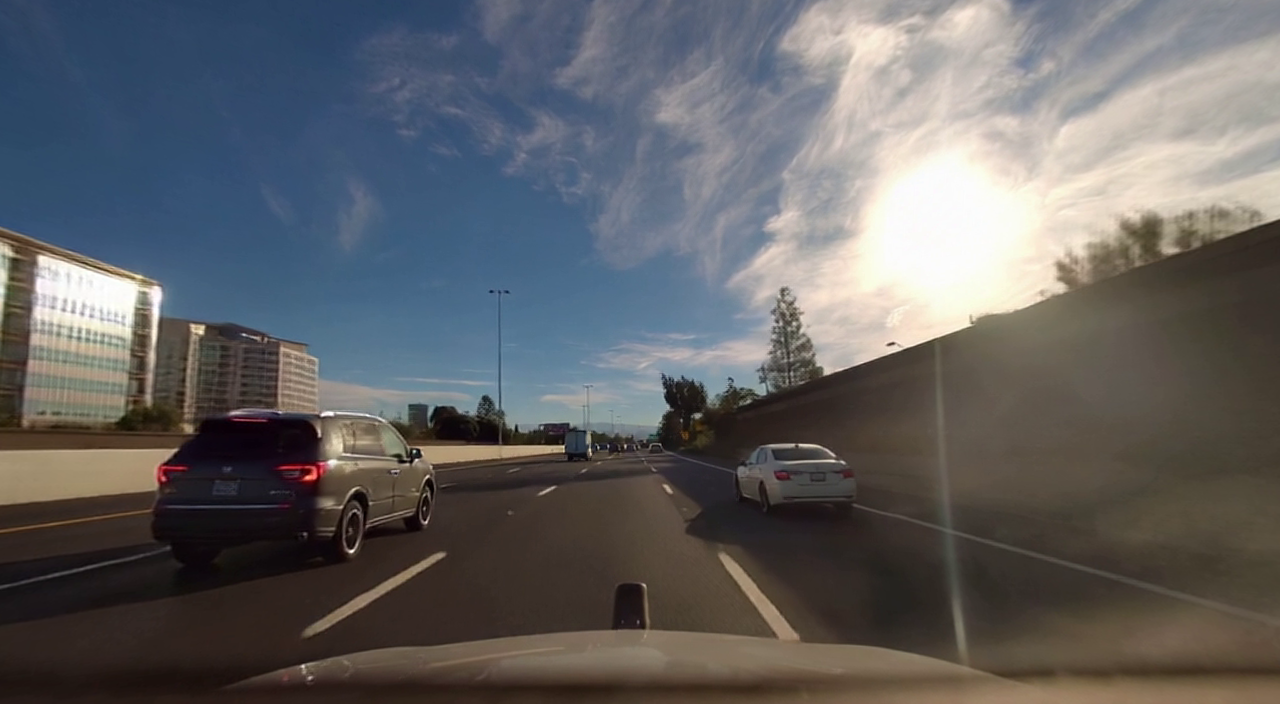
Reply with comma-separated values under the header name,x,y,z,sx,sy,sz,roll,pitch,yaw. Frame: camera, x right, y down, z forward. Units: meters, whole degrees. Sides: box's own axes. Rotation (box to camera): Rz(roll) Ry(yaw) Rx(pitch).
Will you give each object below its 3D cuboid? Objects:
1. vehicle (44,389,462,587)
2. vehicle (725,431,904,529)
name,x,y,z,sx,sy,sz,roll,pitch,yaw
vehicle,-4.463,1.706,8.814,2.285,1.853,5.564,0,-9,0
vehicle,3.084,2.397,12.427,2.047,1.532,4.884,1,-9,-1
